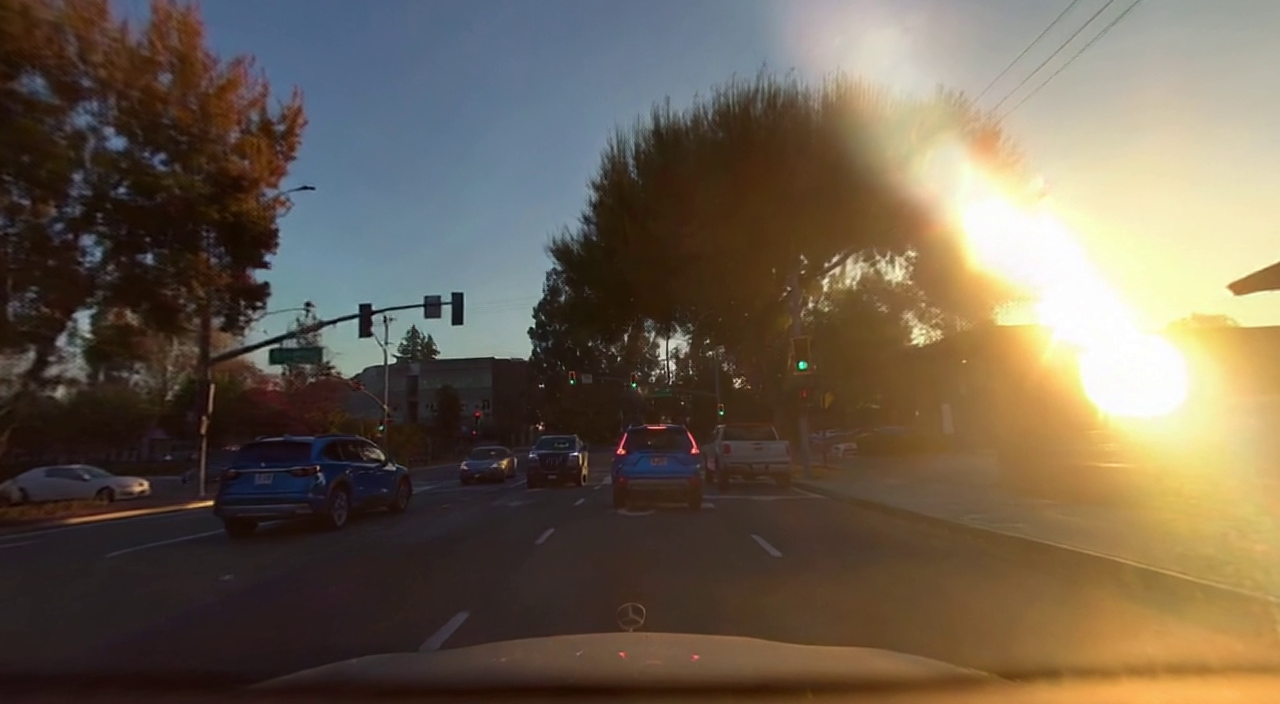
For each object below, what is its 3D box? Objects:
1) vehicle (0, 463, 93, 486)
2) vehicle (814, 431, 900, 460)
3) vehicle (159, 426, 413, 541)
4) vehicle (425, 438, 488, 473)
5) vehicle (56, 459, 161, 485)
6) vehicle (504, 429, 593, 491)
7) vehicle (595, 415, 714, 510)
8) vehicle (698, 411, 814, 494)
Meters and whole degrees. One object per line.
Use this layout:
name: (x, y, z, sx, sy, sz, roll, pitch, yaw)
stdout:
vehicle: (-40.374, 8.284, 42.682, 4.689, 1.461, 1.882, 0, -9, -2)
vehicle: (14.404, 6.225, 42.036, 4.983, 1.560, 1.841, -4, -8, 0)
vehicle: (-6.036, 2.279, 11.586, 2.052, 1.664, 4.476, 0, -9, 0)
vehicle: (-9.985, 5.564, 34.072, 2.108, 1.689, 4.316, 2, -9, -33)
vehicle: (-32.022, 7.219, 38.086, 4.554, 1.449, 1.949, 0, -9, 0)
vehicle: (-2.691, 3.311, 19.603, 2.058, 1.659, 4.514, 0, -9, 0)
vehicle: (0.259, 2.416, 14.080, 2.235, 1.778, 4.178, 0, -9, 0)
vehicle: (3.184, 2.951, 18.740, 2.338, 2.063, 5.672, 0, -9, 0)
